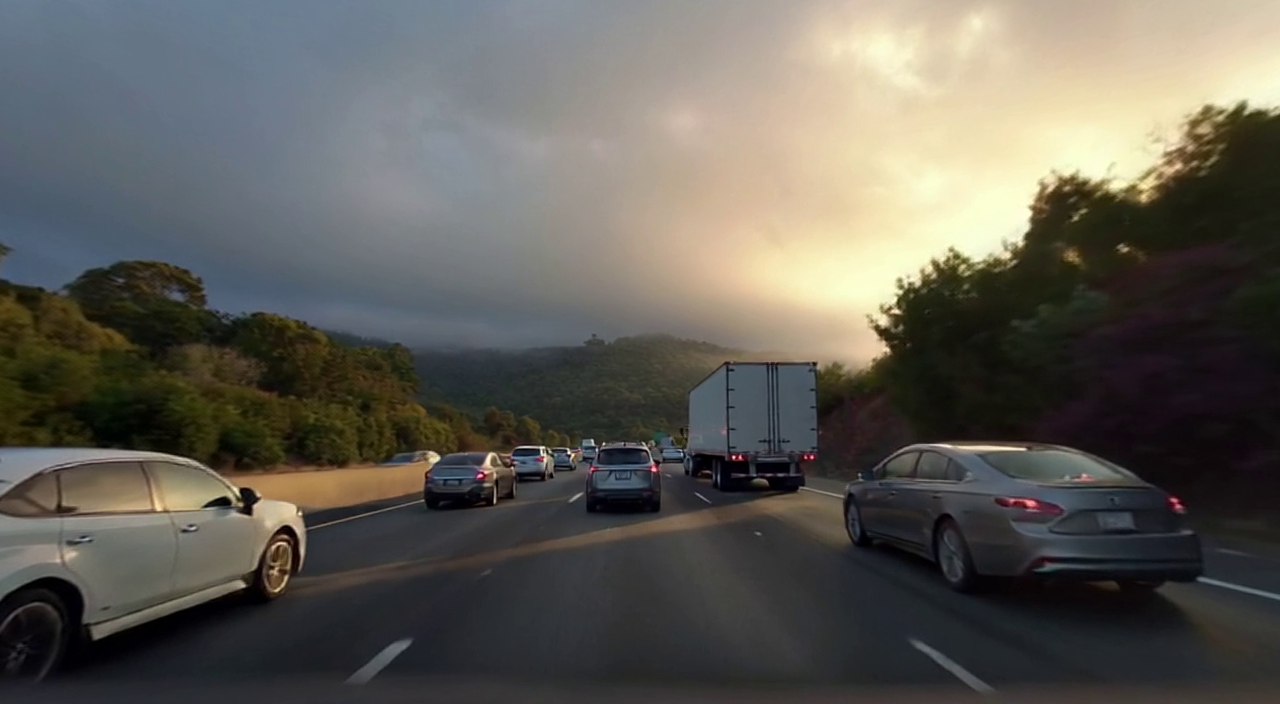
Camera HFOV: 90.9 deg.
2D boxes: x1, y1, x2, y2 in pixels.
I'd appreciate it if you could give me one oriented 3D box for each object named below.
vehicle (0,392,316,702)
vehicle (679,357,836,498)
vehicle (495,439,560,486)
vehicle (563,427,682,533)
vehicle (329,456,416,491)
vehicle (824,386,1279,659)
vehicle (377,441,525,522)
[{"bbox_3d":[-4.281,1.227,4.559,1.789,1.620,3.841,0,-9,0],"label":"vehicle"},{"bbox_3d":[3.897,3.394,26.247,3.186,4.111,15.553,0,-9,-1],"label":"vehicle"},{"bbox_3d":[-4.653,4.632,26.612,1.959,1.808,3.790,0,-9,1],"label":"vehicle"},{"bbox_3d":[-0.301,2.515,12.938,2.037,1.792,4.194,0,-9,0],"label":"vehicle"},{"bbox_3d":[-12.190,5.560,29.084,1.923,1.436,4.605,0,-9,1],"label":"vehicle"},{"bbox_3d":[3.653,1.459,6.467,2.076,1.751,4.666,0,-9,0],"label":"vehicle"},{"bbox_3d":[-3.984,2.800,14.154,1.923,1.503,4.293,0,-9,1],"label":"vehicle"}]
